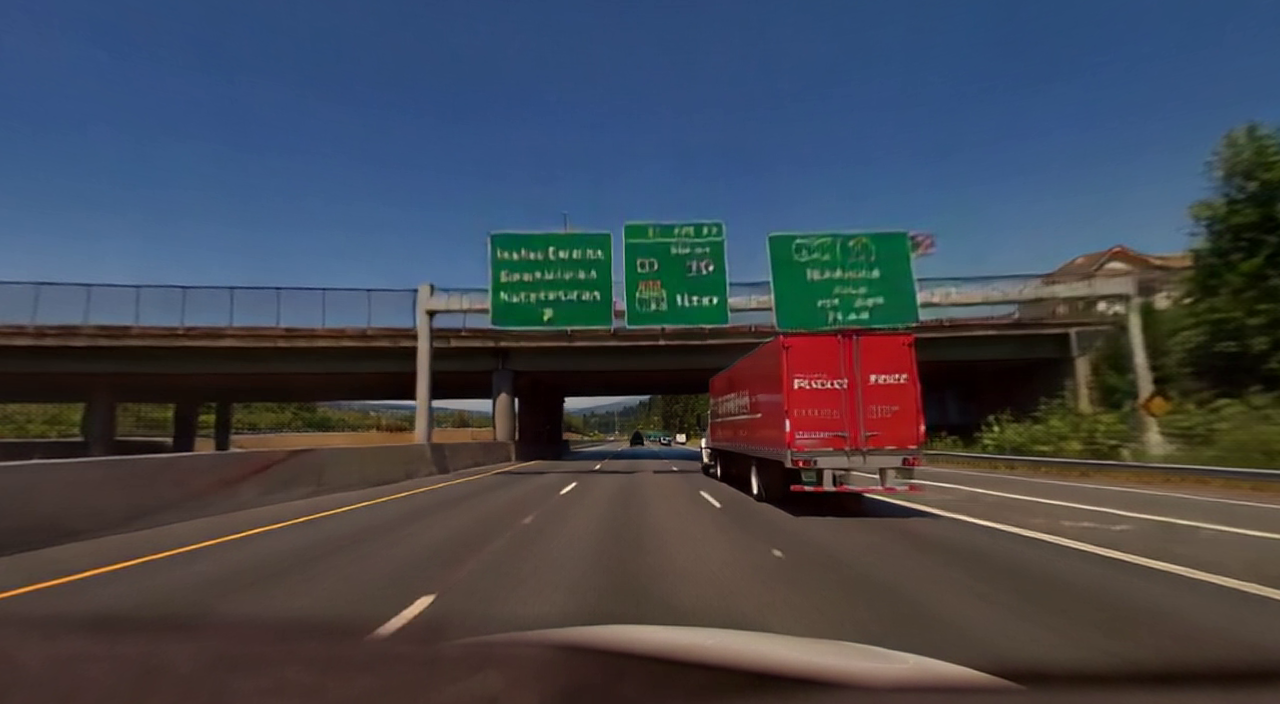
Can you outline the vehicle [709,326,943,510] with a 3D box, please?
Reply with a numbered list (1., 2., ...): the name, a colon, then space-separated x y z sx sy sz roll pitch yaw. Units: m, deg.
1. vehicle: 4.004 1.942 17.126 2.849 3.391 11.018 0 -8 -1
